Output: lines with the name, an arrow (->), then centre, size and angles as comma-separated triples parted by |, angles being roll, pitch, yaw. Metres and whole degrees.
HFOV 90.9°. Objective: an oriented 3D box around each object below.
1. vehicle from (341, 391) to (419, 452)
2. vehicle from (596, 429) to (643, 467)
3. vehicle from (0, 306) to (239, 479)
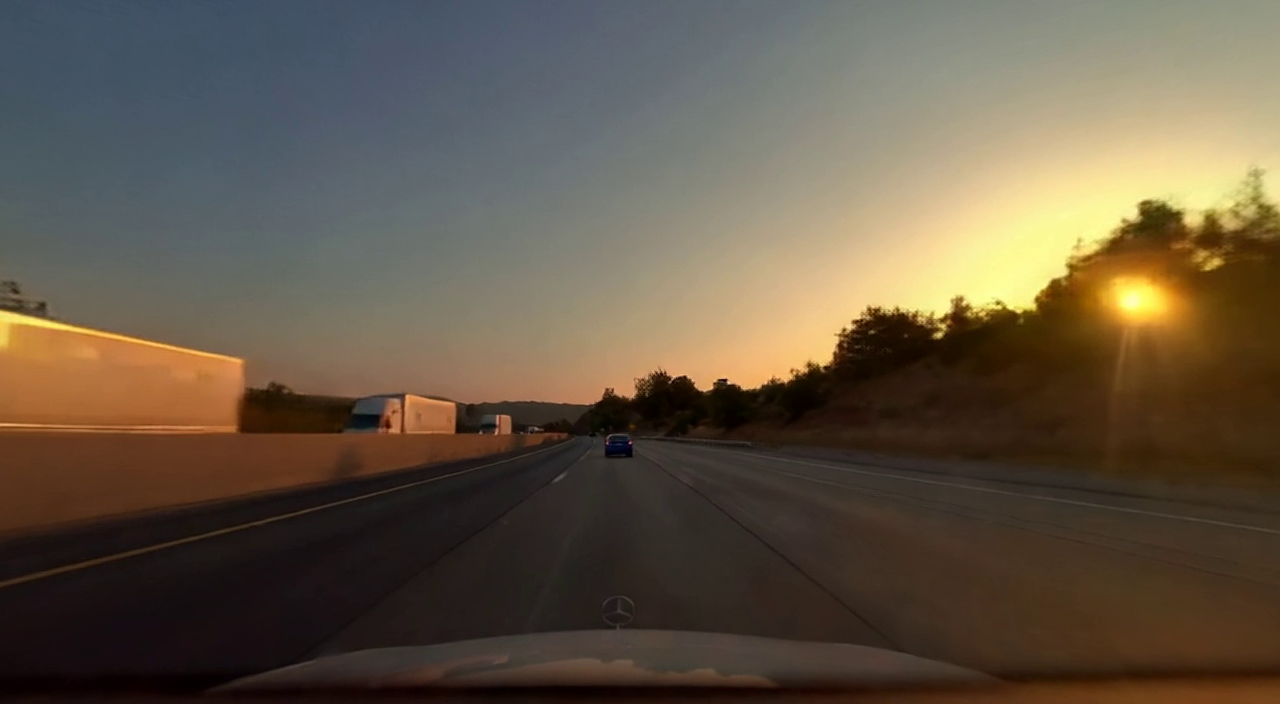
vehicle -> -17.568, 4.802, 43.114 | 2.992, 3.902, 5.828 | 0, -8, -3
vehicle -> -1.013, 4.388, 29.050 | 1.997, 1.589, 4.179 | 0, -8, -4
vehicle -> -16.498, 1.202, 16.515 | 2.925, 4.011, 14.484 | 0, -8, -2
